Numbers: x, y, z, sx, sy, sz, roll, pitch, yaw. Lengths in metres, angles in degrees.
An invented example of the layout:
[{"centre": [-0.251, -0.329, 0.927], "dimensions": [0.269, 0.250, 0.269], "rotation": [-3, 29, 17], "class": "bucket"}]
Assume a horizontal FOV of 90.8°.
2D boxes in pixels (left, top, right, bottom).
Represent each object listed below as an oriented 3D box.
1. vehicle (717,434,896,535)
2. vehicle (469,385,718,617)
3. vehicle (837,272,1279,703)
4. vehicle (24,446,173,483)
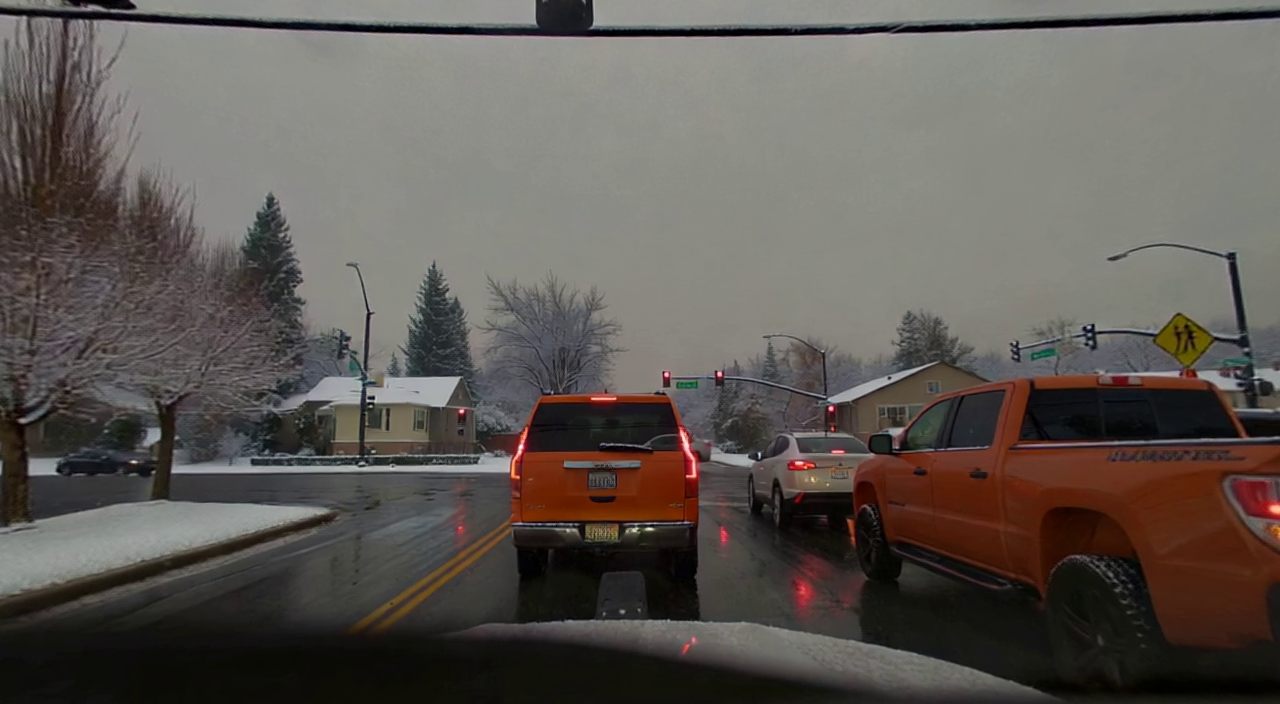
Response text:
[{"centre": [2.715, 2.269, 11.543], "dimensions": [1.952, 1.465, 4.421], "rotation": [0, -8, -2], "class": "vehicle"}, {"centre": [-0.313, 1.399, 6.659], "dimensions": [1.915, 1.780, 3.379], "rotation": [0, -8, 2], "class": "vehicle"}, {"centre": [2.970, 0.934, 3.778], "dimensions": [1.886, 1.849, 5.070], "rotation": [0, -8, -1], "class": "vehicle"}, {"centre": [-23.033, 4.787, 27.029], "dimensions": [4.533, 1.350, 1.714], "rotation": [0, -7, -8], "class": "vehicle"}]
